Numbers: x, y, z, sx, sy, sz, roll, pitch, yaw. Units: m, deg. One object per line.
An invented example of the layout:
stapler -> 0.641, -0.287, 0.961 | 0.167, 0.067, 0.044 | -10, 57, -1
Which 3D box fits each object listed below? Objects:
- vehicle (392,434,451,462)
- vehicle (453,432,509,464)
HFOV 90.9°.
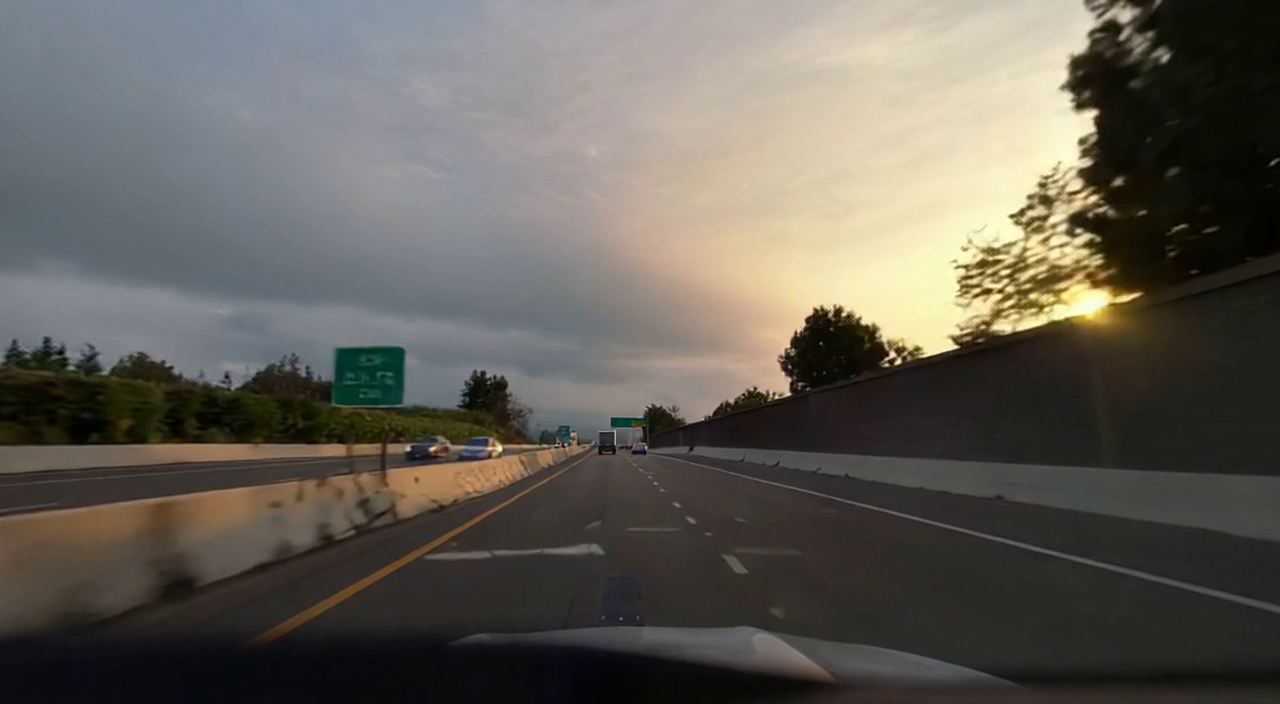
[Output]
vehicle -> -12.468, 5.530, 36.190 | 1.911, 1.494, 4.445 | 0, -8, -2
vehicle -> -8.209, 5.011, 32.913 | 1.987, 1.540, 4.027 | 0, -8, -2
